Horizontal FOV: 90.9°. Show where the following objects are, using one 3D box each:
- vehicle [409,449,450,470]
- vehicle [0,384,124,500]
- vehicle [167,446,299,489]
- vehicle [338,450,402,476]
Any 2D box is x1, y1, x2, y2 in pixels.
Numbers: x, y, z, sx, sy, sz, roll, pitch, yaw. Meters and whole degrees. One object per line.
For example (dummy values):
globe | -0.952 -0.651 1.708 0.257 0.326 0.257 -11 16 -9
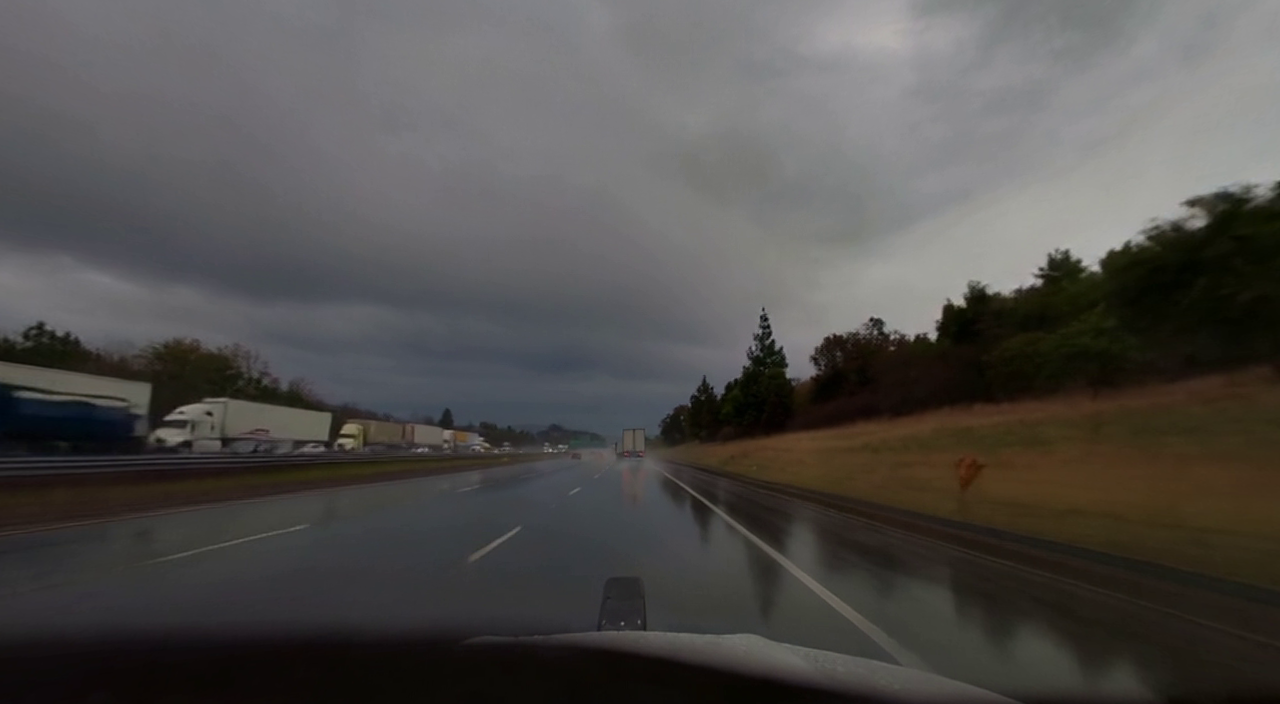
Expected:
vehicle | -15.571 7.972 46.876 1.699 1.513 3.748 0 -9 1
vehicle | -14.854 1.964 13.702 2.382 2.437 5.706 0 -9 -1
vehicle | -15.166 4.314 23.878 1.863 1.438 4.669 0 -9 0
vehicle | -15.884 6.520 37.312 1.884 1.436 4.220 0 -9 0
